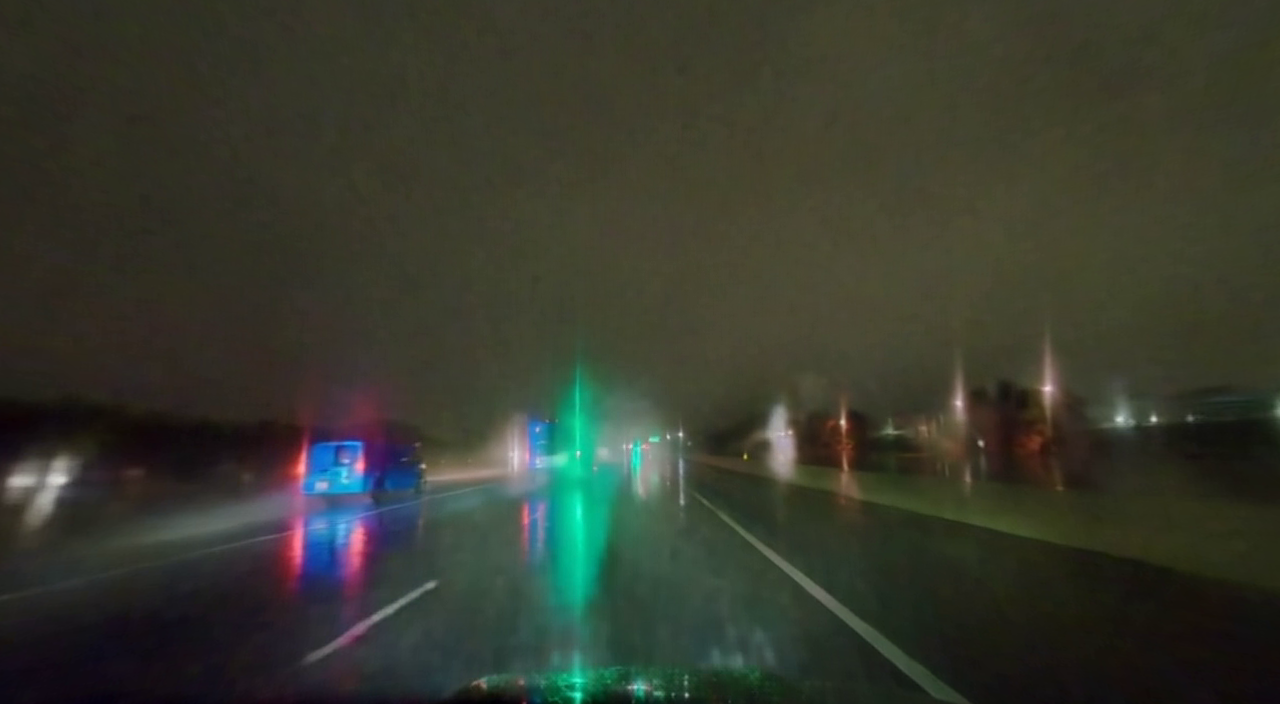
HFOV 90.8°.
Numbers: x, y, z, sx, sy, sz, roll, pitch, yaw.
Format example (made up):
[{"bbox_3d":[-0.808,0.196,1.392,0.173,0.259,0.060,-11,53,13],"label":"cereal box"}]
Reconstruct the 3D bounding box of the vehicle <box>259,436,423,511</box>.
[{"bbox_3d":[-7.553,3.100,16.540,2.164,1.664,4.252,0,-9,0],"label":"vehicle"}]

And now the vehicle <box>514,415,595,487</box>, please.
[{"bbox_3d":[-3.284,4.019,25.640,2.437,2.565,5.829,0,-9,1],"label":"vehicle"}]
